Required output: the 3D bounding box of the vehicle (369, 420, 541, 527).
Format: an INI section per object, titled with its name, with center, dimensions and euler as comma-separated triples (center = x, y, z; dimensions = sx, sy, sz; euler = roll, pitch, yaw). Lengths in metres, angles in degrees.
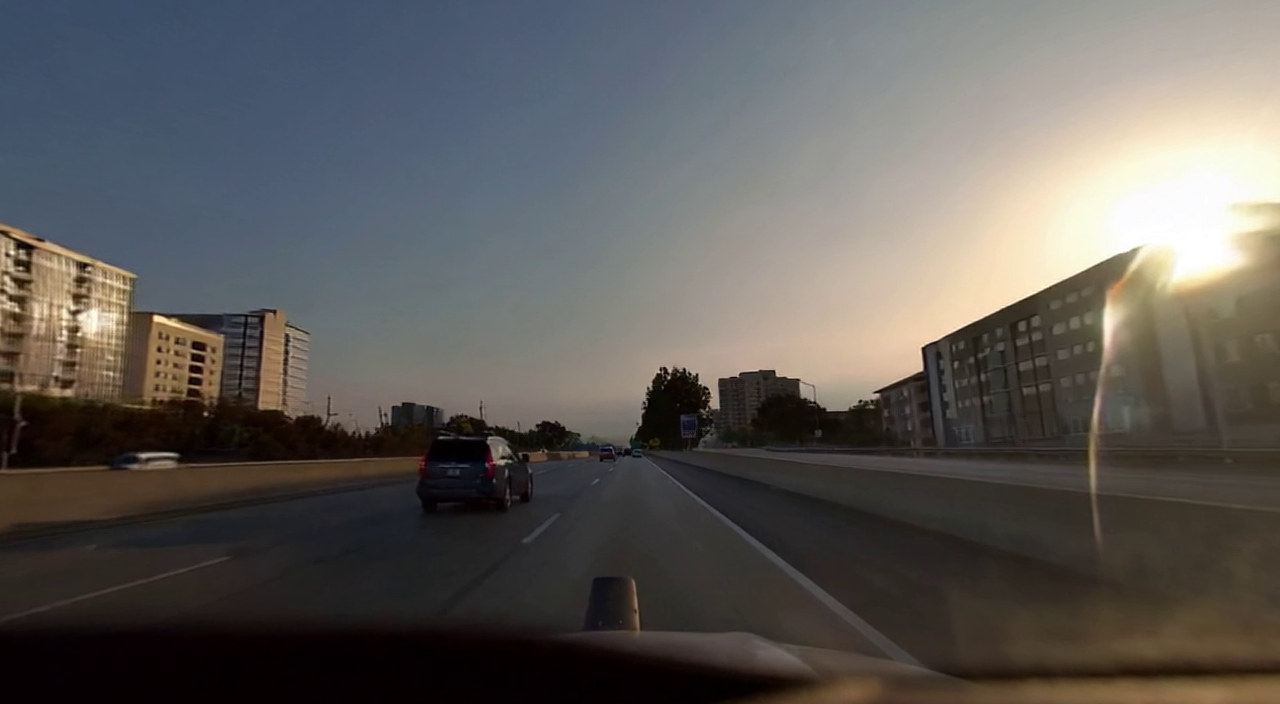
[vehicle]
center = -3.586, 2.467, 13.425
dimensions = 2.145, 1.828, 4.867
euler = 0, -9, 0
